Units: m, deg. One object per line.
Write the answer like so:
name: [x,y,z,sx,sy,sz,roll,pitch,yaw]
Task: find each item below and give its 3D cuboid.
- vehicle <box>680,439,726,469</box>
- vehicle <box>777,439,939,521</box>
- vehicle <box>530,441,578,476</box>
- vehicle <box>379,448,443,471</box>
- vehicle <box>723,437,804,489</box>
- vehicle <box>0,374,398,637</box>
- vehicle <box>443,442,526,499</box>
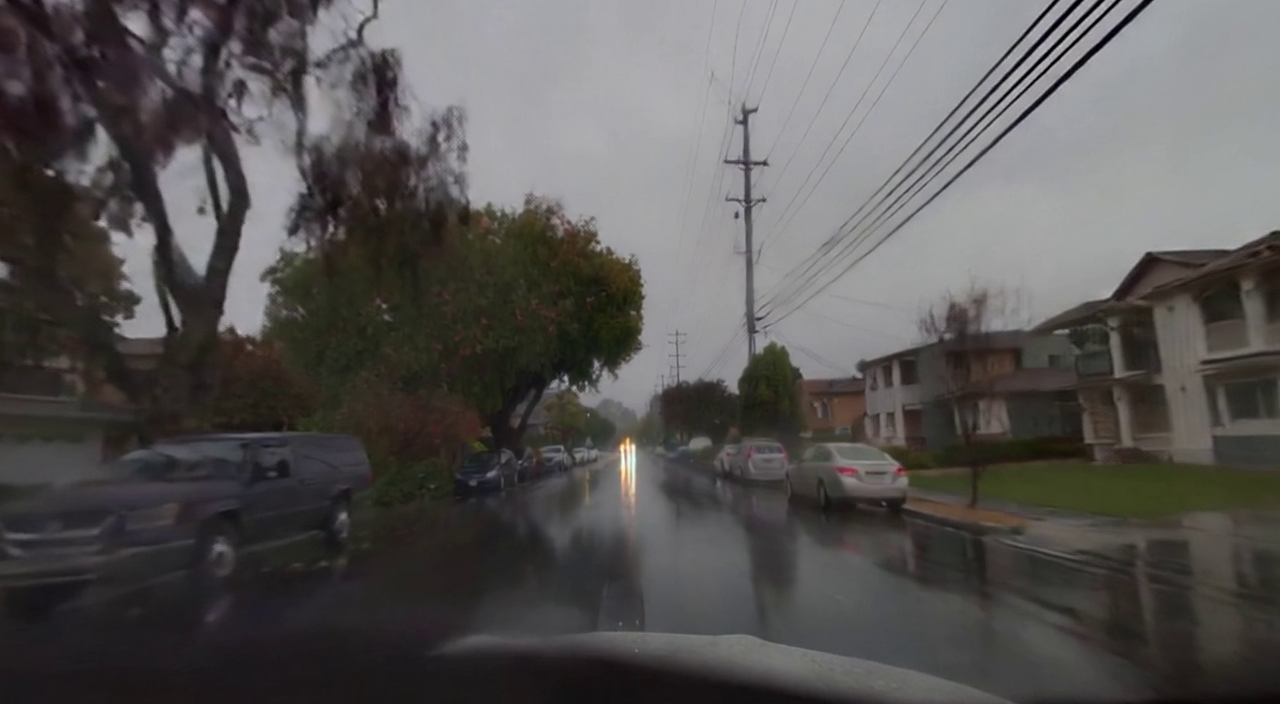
vehicle: [4.185,6.895,42.793,2.279,1.848,5.577,0,-9,-2]
vehicle: [4.347,2.617,13.439,1.893,1.437,4.369,0,-9,0]
vehicle: [-5.295,6.612,39.544,2.285,1.895,5.883,-3,-8,-2]
vehicle: [-17.526,8.255,48.417,4.184,1.620,1.852,-1,-8,1]
vehicle: [4.231,3.883,22.413,1.979,1.620,4.684,0,-9,1]
vehicle: [-5.298,1.711,8.132,2.242,2.135,5.566,-2,-9,-1]
vehicle: [-5.404,4.135,22.525,1.873,1.709,4.206,-4,-8,0]
